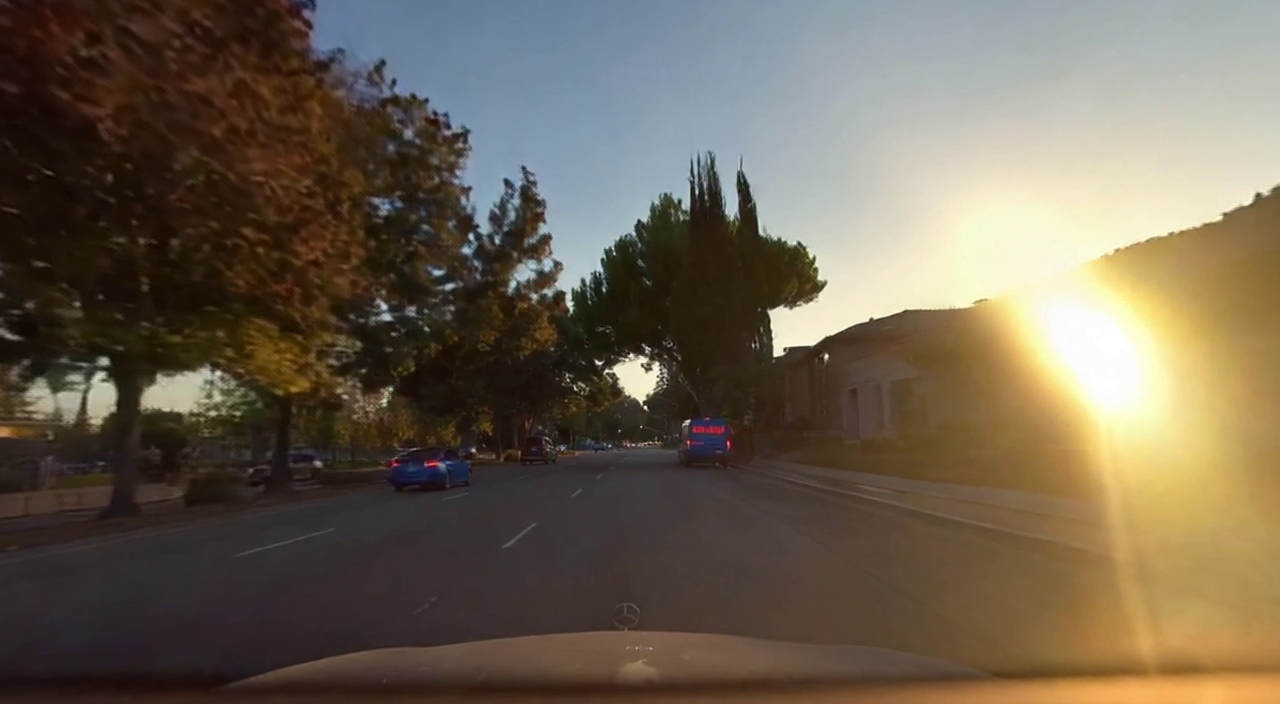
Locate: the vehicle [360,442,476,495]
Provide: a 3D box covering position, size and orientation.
[{"bbox_3d":[-6.743,3.564,19.790,1.970,1.456,4.441,0,-9,1],"label":"vehicle"}]

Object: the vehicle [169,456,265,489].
[{"bbox_3d":[-21.781,6.208,32.786,1.819,1.489,4.509,0,-9,1],"label":"vehicle"}]

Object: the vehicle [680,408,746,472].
[{"bbox_3d":[3.628,4.559,32.474,2.791,3.026,4.668,0,-9,0],"label":"vehicle"}]

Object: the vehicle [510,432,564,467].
[{"bbox_3d":[-6.445,6.196,40.122,2.332,2.039,5.678,0,-9,1],"label":"vehicle"}]

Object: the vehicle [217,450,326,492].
[{"bbox_3d":[-15.061,4.838,26.129,1.838,1.549,4.283,0,-9,1],"label":"vehicle"}]
